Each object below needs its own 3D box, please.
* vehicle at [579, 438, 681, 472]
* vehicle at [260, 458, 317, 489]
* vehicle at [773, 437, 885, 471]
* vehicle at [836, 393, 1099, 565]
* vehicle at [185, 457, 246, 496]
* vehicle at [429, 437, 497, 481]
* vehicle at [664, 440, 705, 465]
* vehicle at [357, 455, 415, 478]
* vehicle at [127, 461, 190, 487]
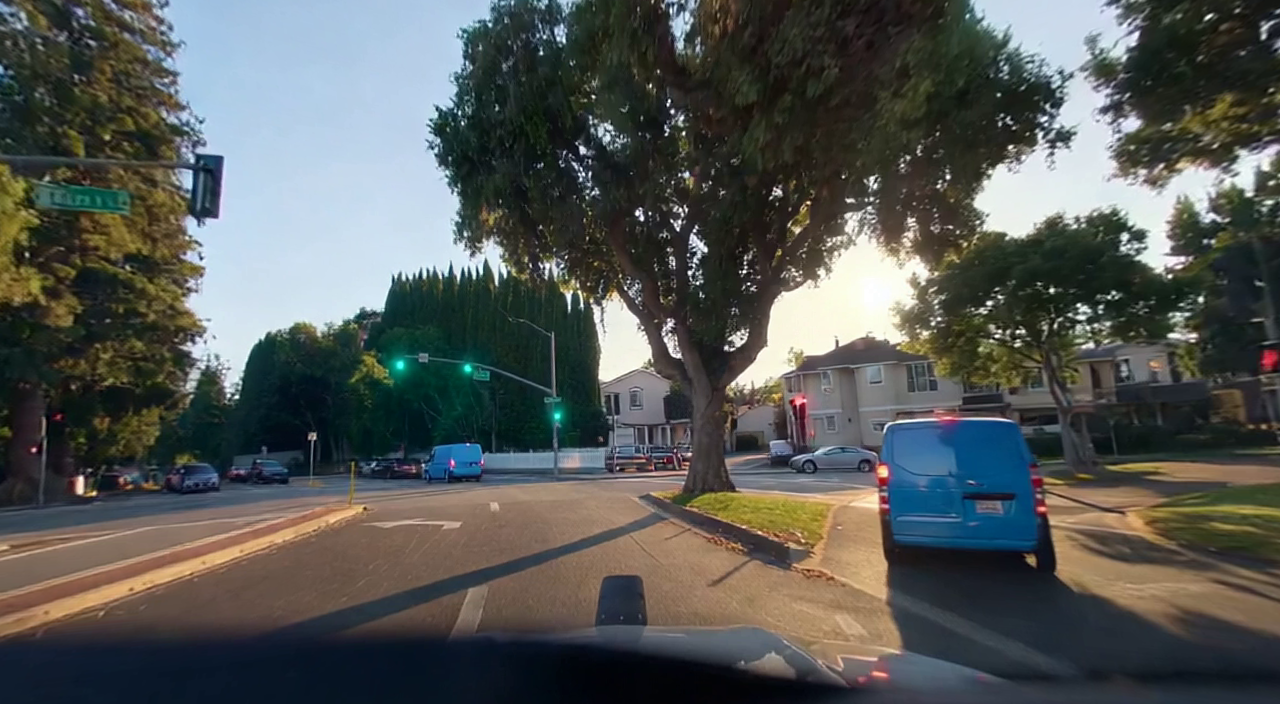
[{"bbox_3d":[-0.667,6.550,40.383,6.104,2.026,2.514,-5,-10,28],"label":"vehicle"},{"bbox_3d":[-19.424,6.636,34.812,1.952,1.461,4.377,6,-11,-38],"label":"vehicle"},{"bbox_3d":[8.489,4.646,28.796,4.509,1.481,2.027,-1,-9,5],"label":"vehicle"},{"bbox_3d":[4.217,1.701,9.093,2.133,1.821,4.254,-2,-9,11],"label":"vehicle"},{"bbox_3d":[-22.456,6.491,33.343,2.078,1.783,4.670,7,-11,-39],"label":"vehicle"},{"bbox_3d":[-9.552,5.698,33.888,2.213,2.124,4.809,5,-10,-31],"label":"vehicle"},{"bbox_3d":[3.558,7.833,49.423,1.894,1.816,4.213,-4,-9,23],"label":"vehicle"},{"bbox_3d":[-17.452,7.817,43.291,4.386,1.445,2.008,-8,-12,43],"label":"vehicle"},{"bbox_3d":[-37.910,9.552,49.687,5.175,1.791,2.008,-5,-10,31],"label":"vehicle"}]
